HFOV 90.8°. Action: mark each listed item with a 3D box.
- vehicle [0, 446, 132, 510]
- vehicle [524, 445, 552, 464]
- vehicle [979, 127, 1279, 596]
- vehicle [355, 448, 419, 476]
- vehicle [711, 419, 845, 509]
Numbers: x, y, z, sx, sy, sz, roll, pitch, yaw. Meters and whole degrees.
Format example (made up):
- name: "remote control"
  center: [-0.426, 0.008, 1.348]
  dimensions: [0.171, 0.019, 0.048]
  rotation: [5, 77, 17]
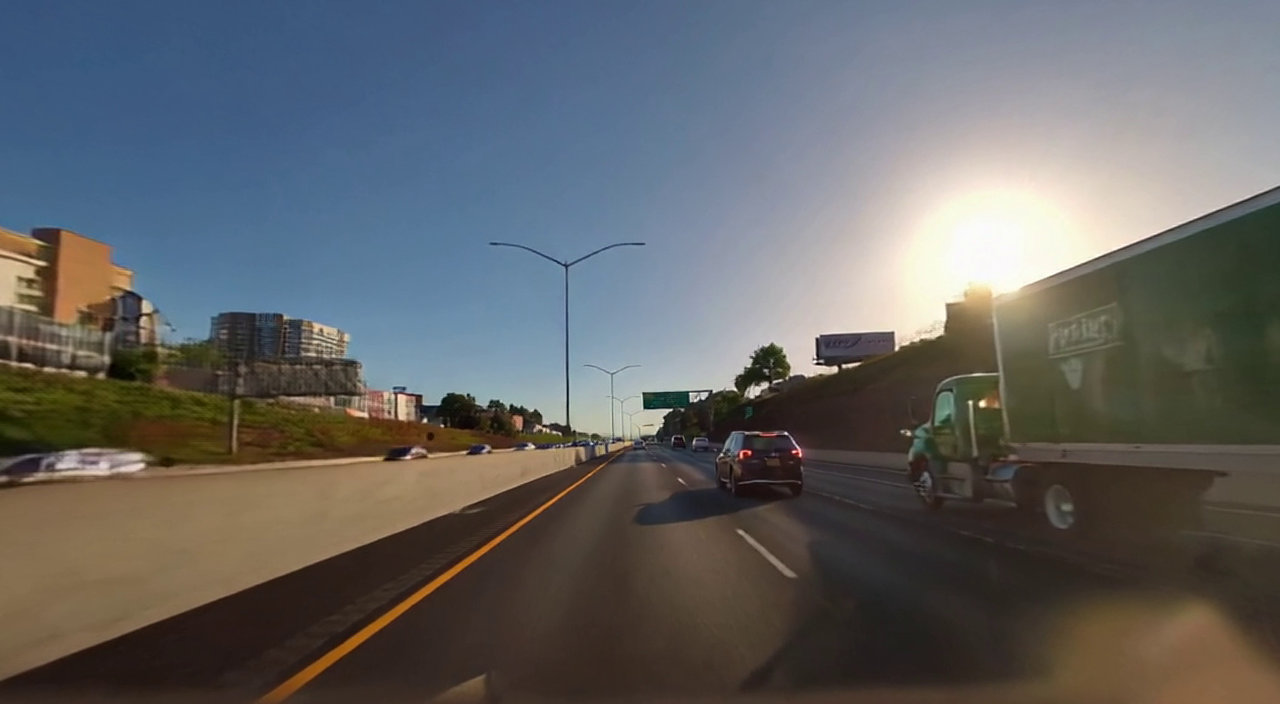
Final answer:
- name: "vehicle"
  center: [-18.233, 3.696, 19.011]
  dimensions: [1.967, 1.682, 4.682]
  rotation: [0, -8, 0]
- name: "vehicle"
  center: [-7.758, 7.781, 48.279]
  dimensions: [1.554, 1.386, 3.320]
  rotation: [0, -8, -1]
- name: "vehicle"
  center: [7.075, -0.325, 2.816]
  dimensions: [2.864, 4.060, 14.637]
  rotation: [0, -8, -1]
- name: "vehicle"
  center: [-14.592, 6.339, 36.732]
  dimensions: [1.883, 1.466, 4.636]
  rotation: [0, -8, 0]
- name: "vehicle"
  center: [2.906, 2.490, 14.444]
  dimensions: [1.973, 1.710, 4.476]
  rotation: [0, -8, -1]
